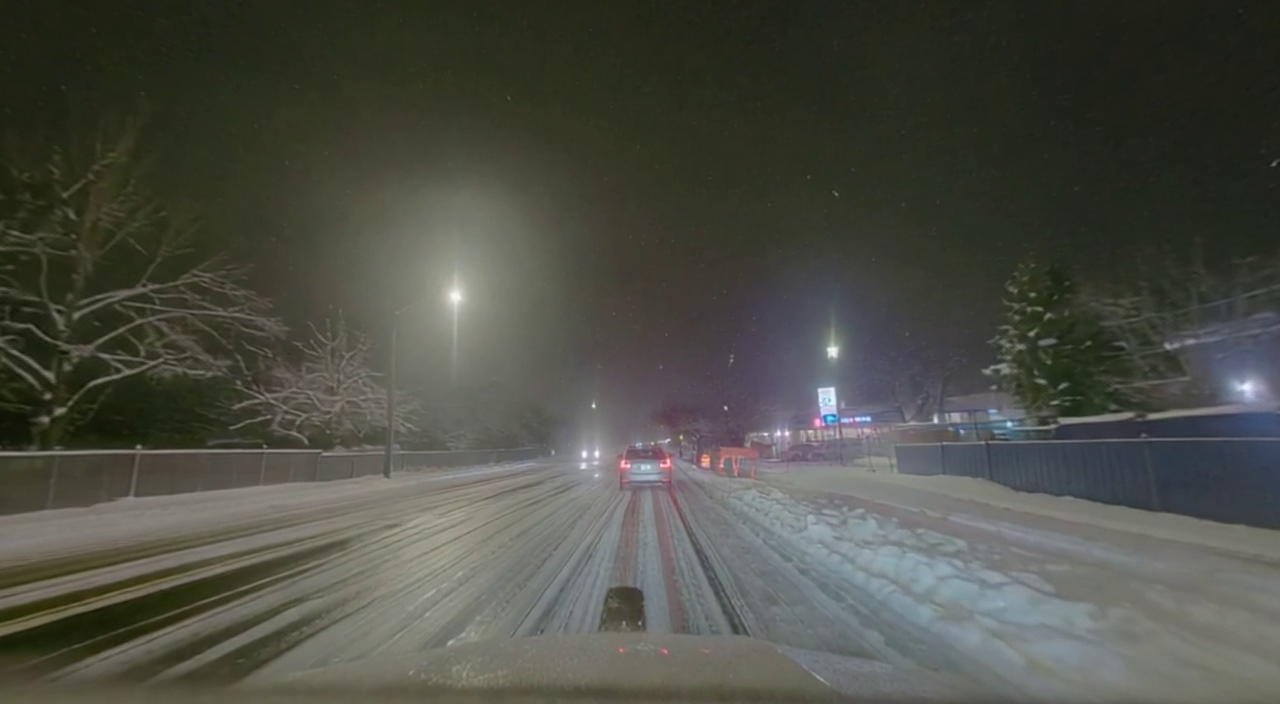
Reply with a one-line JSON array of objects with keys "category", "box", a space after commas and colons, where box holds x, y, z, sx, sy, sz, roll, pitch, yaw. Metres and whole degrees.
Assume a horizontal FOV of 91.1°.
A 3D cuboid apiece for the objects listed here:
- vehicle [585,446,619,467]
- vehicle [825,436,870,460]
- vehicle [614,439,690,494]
[{"category": "vehicle", "box": [-2.804, 7.826, 47.100, 2.208, 1.520, 4.358, 0, -9, 1]}, {"category": "vehicle", "box": [16.374, 7.590, 49.705, 2.101, 1.825, 4.700, -1, -9, 3]}, {"category": "vehicle", "box": [0.310, 3.557, 19.787, 2.144, 1.514, 4.063, 0, -9, 0]}]
